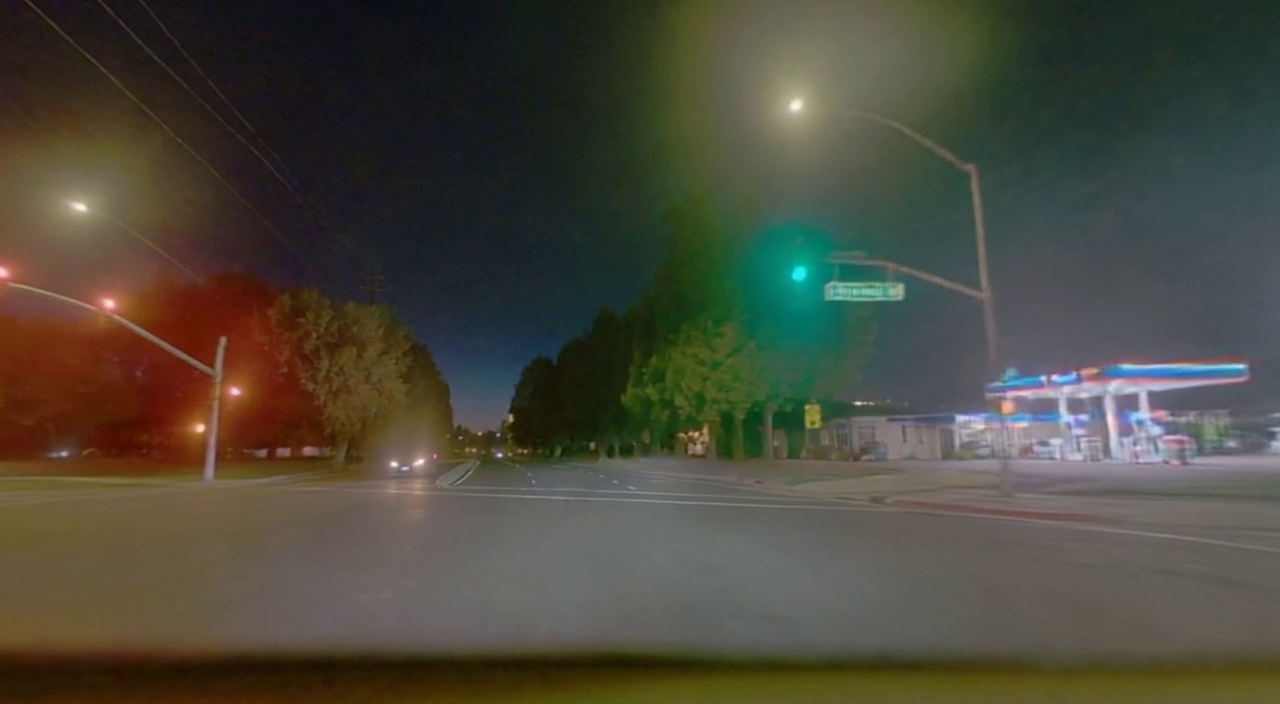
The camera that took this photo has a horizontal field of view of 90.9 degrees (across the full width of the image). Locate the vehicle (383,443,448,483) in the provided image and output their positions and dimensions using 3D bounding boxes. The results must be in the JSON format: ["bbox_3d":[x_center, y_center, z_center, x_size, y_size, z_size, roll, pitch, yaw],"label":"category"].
[{"bbox_3d":[-10.221,5.045,29.051,2.048,1.670,4.450,2,-9,-10],"label":"vehicle"}]
